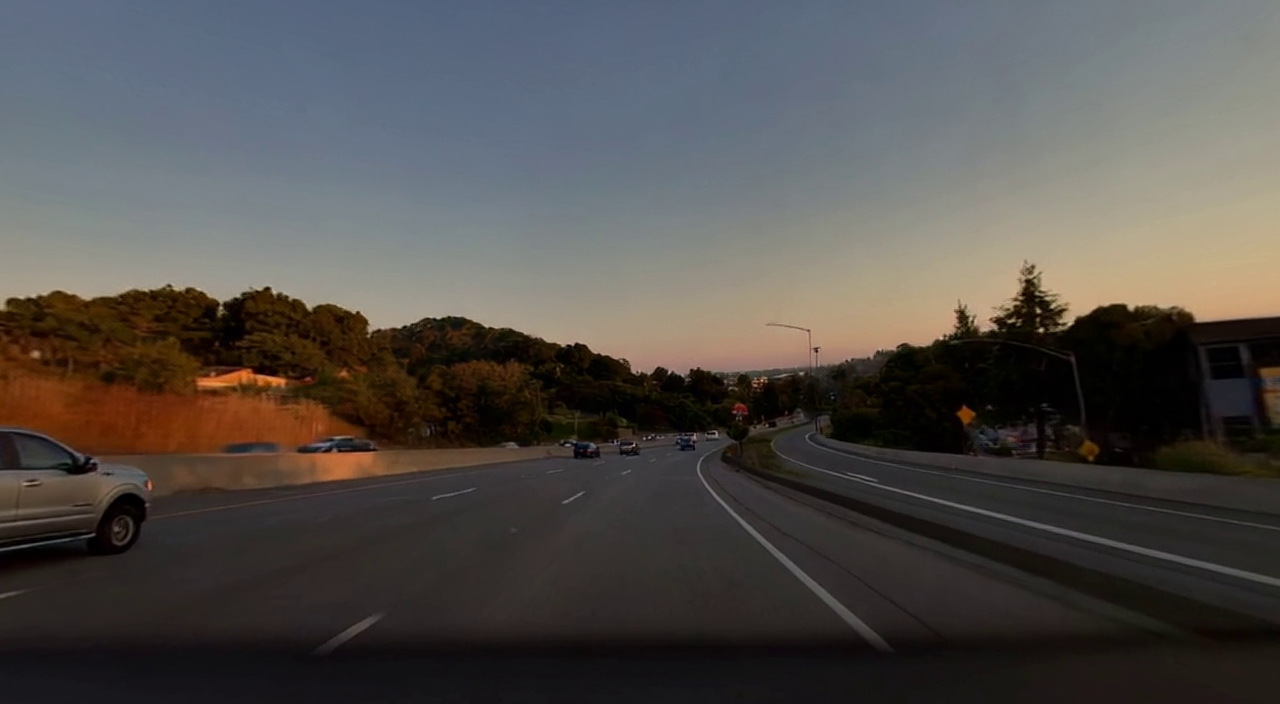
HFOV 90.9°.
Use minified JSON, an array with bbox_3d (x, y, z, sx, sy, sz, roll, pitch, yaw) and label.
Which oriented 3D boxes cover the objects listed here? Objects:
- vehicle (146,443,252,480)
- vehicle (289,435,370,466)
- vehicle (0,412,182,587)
[{"bbox_3d":[-18.989,4.692,27.396,1.765,1.479,3.669,-1,-8,4],"label":"vehicle"},{"bbox_3d":[-21.102,6.731,43.220,2.161,1.927,5.987,-1,-8,5],"label":"vehicle"},{"bbox_3d":[-6.994,1.355,5.683,1.923,1.630,4.857,-1,-8,2],"label":"vehicle"}]
